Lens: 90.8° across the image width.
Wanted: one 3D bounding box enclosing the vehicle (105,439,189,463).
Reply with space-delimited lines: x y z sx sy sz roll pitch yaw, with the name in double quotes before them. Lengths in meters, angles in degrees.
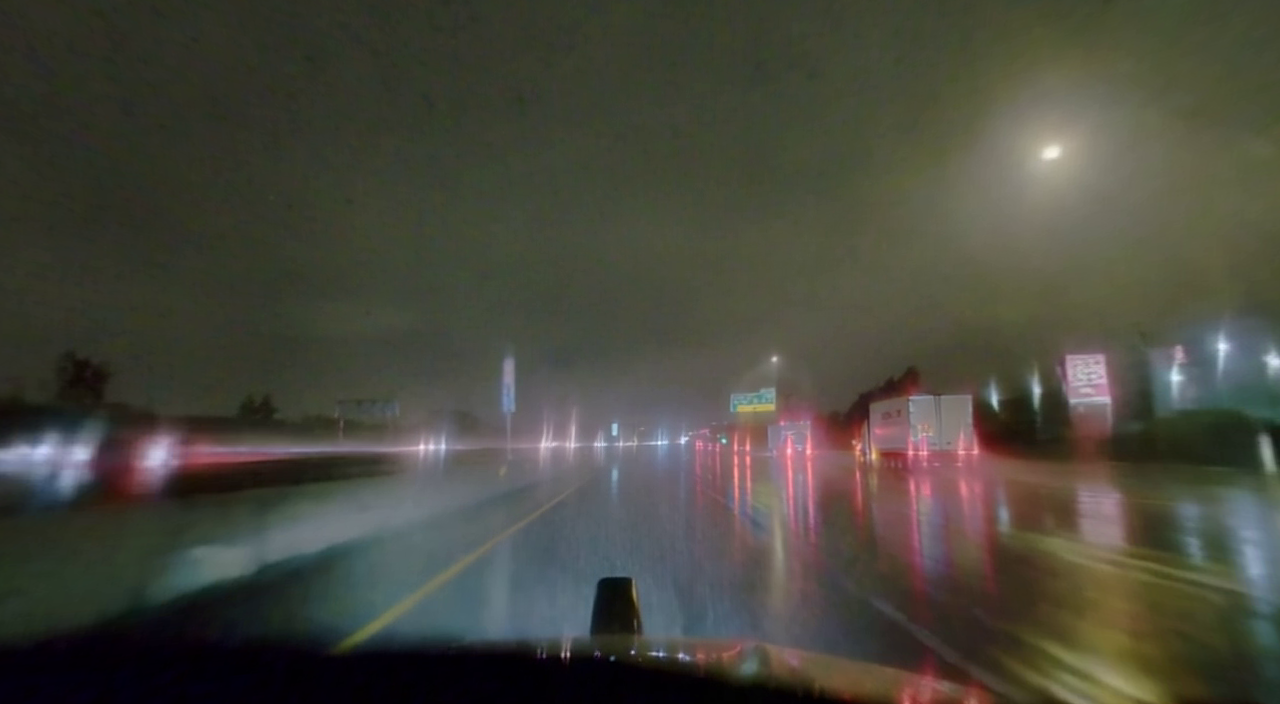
"vehicle" -33.141 6.675 42.673 1.836 1.492 4.742 0 -8 1
